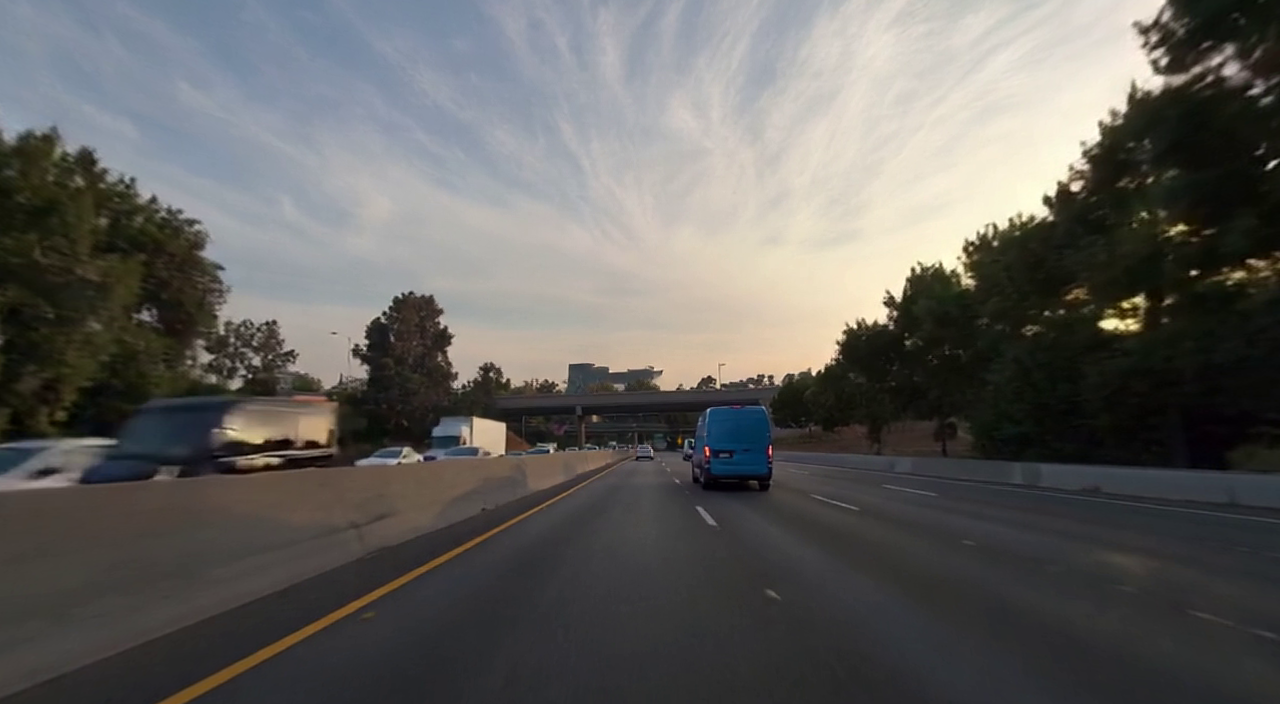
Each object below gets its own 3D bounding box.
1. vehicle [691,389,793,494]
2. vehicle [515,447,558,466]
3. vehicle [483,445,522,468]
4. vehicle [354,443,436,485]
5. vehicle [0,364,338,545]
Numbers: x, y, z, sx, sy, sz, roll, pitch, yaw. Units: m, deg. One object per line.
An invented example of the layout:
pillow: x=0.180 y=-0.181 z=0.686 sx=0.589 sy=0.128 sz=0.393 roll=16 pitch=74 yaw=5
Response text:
vehicle: x=3.374 y=3.241 z=22.682 sx=2.460 sy=3.155 sz=6.902 roll=0 pitch=-9 yaw=0
vehicle: x=-7.161 y=7.274 z=44.173 sx=2.186 sy=1.241 sz=4.084 roll=0 pitch=-9 yaw=2
vehicle: x=-10.826 y=8.256 z=49.908 sx=1.989 sy=1.766 sz=4.195 roll=0 pitch=-9 yaw=2
vehicle: x=-11.251 y=5.151 z=29.358 sx=1.897 sy=1.796 sz=4.505 roll=0 pitch=-9 yaw=2
vehicle: x=-7.656 y=1.624 z=10.246 sx=2.237 sy=2.014 sz=6.330 roll=0 pitch=-9 yaw=1
